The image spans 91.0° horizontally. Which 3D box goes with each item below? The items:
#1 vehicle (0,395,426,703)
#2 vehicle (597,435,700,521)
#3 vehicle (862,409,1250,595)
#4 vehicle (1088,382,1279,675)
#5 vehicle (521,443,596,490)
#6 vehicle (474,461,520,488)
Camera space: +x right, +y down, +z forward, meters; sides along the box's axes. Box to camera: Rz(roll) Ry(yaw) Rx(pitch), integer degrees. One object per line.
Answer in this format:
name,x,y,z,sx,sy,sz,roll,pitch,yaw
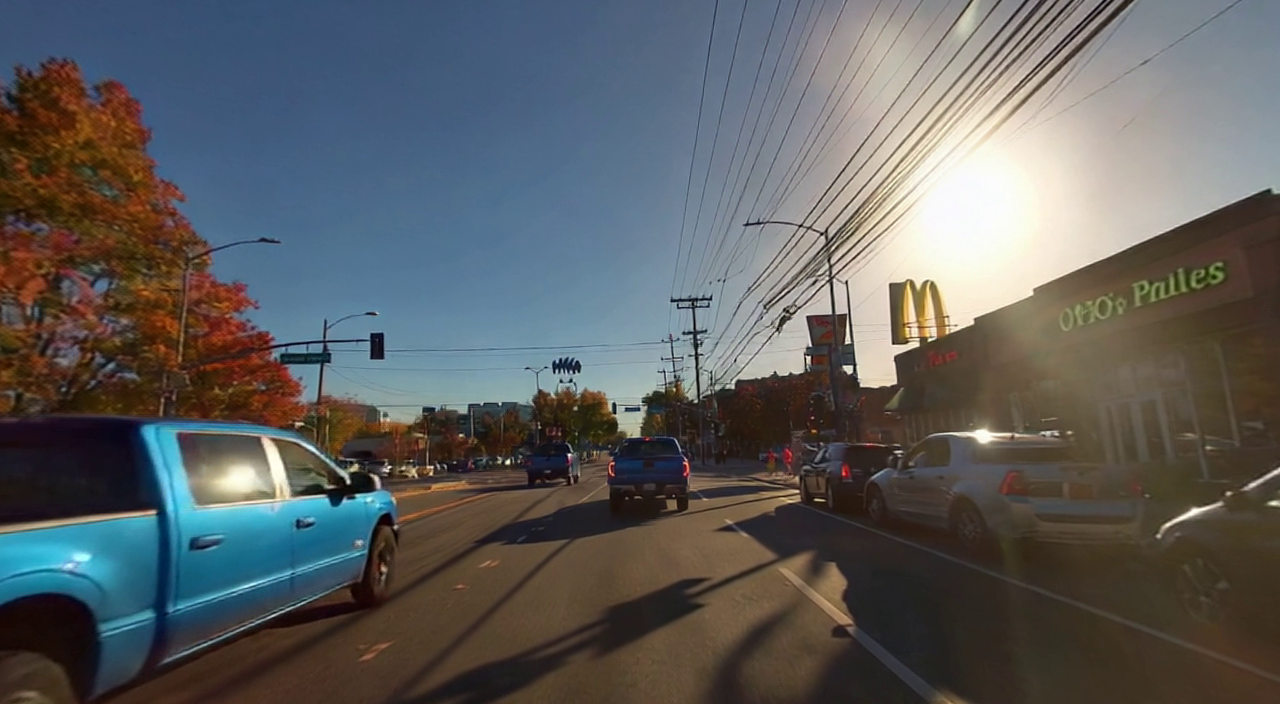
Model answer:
vehicle,-3.159,1.158,3.695,1.995,1.554,4.618,0,-9,3
vehicle,0.300,2.896,15.111,2.089,1.699,4.650,0,-9,3
vehicle,4.924,1.832,8.638,2.007,1.786,4.870,0,-9,0
vehicle,4.891,0.963,3.087,2.014,1.755,4.520,0,-9,0
vehicle,-3.355,4.844,27.074,2.140,1.768,5.092,0,-9,4
vehicle,-9.132,7.867,40.567,1.918,1.522,4.486,0,-9,1
